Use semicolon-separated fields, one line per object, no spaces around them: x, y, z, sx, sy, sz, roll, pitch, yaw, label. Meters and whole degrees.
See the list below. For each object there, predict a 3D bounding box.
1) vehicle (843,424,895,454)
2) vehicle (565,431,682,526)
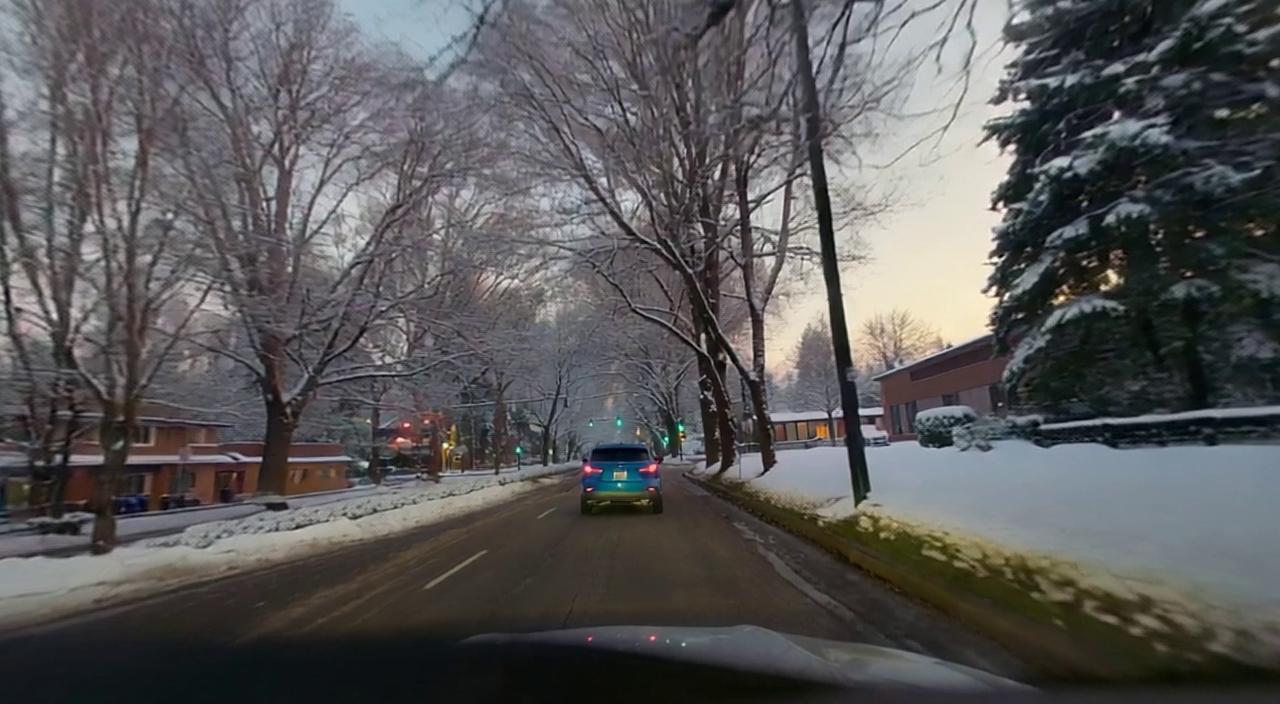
16.169;6.251;44.983;2.039;1.990;5.111;-1;-9;4;vehicle
-0.345;2.622;13.618;2.136;1.703;3.910;0;-9;-1;vehicle
